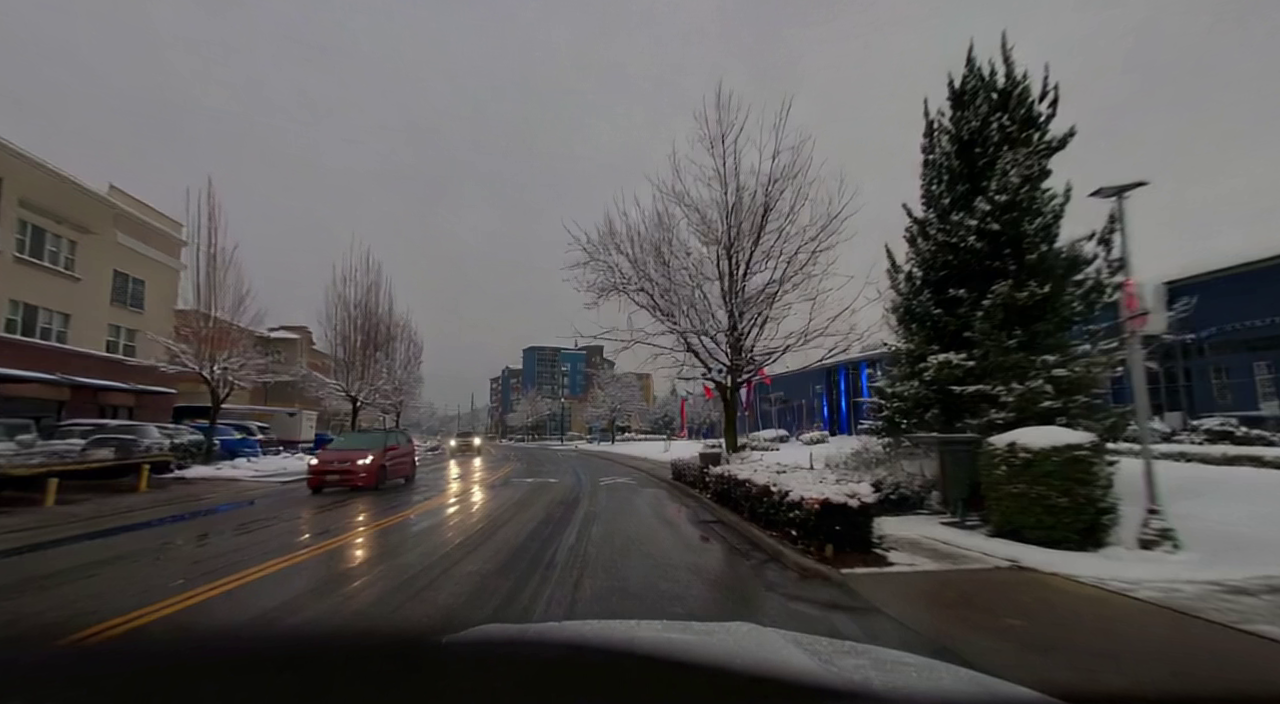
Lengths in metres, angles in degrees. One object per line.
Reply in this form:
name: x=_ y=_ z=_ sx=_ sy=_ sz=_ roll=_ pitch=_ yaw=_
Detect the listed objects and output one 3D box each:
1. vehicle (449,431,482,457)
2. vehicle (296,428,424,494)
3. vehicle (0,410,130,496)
vehicle: x=-13.260 y=7.032 z=48.114 sx=2.026 sy=1.882 sz=4.277 roll=1 pitch=-8 yaw=-11
vehicle: x=-7.602 y=2.969 z=17.619 sx=1.963 sy=1.589 sz=4.212 roll=1 pitch=-8 yaw=-5
vehicle: x=-14.264 y=2.210 z=13.923 sx=4.110 sy=1.758 sz=1.853 roll=1 pitch=-8 yaw=-10
